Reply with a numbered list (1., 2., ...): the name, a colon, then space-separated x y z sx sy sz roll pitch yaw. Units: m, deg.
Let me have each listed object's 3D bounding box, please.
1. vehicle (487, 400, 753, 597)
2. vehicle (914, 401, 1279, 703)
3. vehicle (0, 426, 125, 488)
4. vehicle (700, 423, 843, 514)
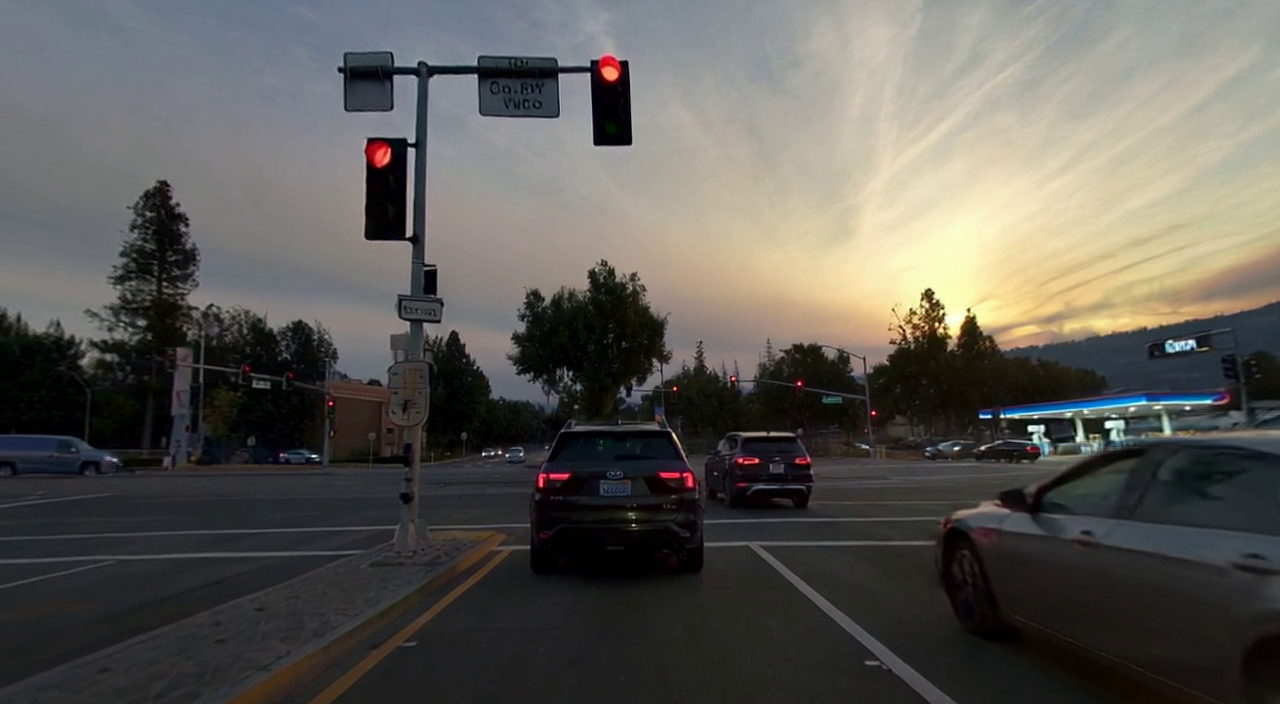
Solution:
1. vehicle: -0.223 1.646 7.991 2.351 1.733 4.616 0 -9 -1
2. vehicle: 3.156 0.981 2.653 1.965 1.460 4.581 0 -9 0
3. vehicle: -28.935 4.971 30.089 6.772 2.769 2.305 -1 -9 3
4. vehicle: 2.816 2.629 14.753 2.060 1.783 4.411 1 -9 -5
